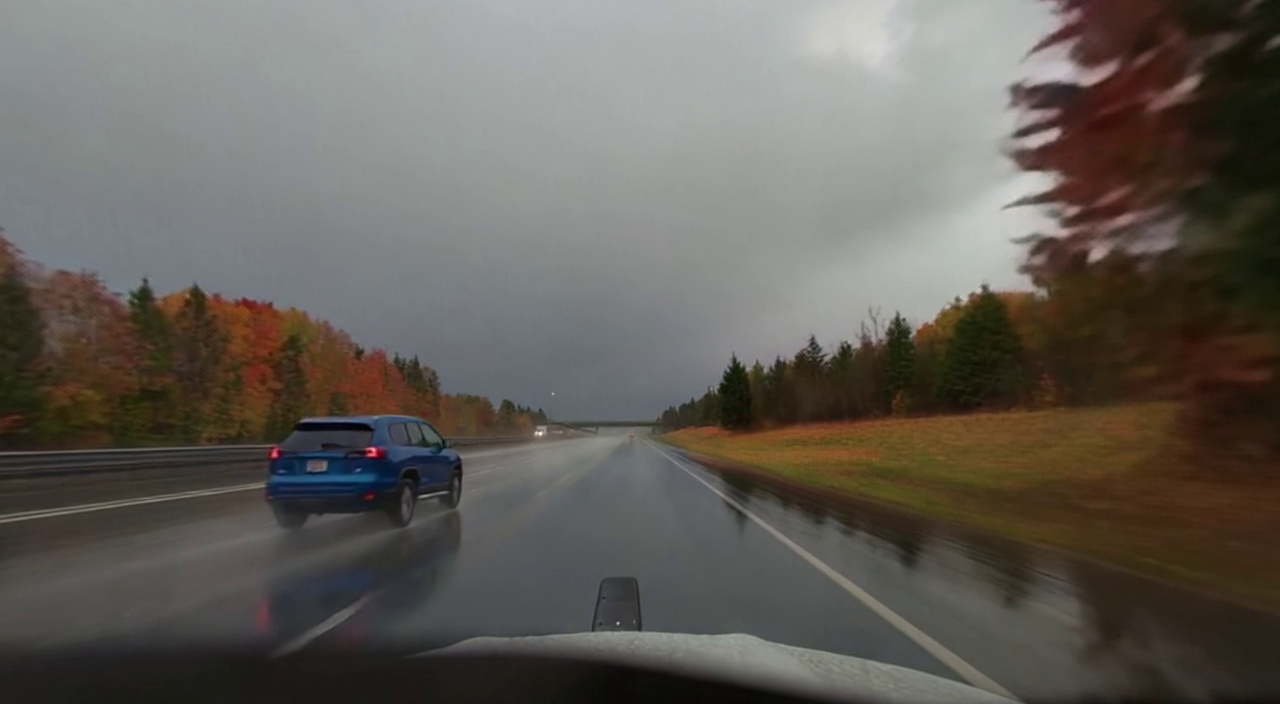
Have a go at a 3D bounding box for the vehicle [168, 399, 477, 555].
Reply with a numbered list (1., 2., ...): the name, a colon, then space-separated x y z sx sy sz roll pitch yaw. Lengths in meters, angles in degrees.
1. vehicle: -4.008 1.646 9.089 2.057 1.666 4.552 0 -8 1
